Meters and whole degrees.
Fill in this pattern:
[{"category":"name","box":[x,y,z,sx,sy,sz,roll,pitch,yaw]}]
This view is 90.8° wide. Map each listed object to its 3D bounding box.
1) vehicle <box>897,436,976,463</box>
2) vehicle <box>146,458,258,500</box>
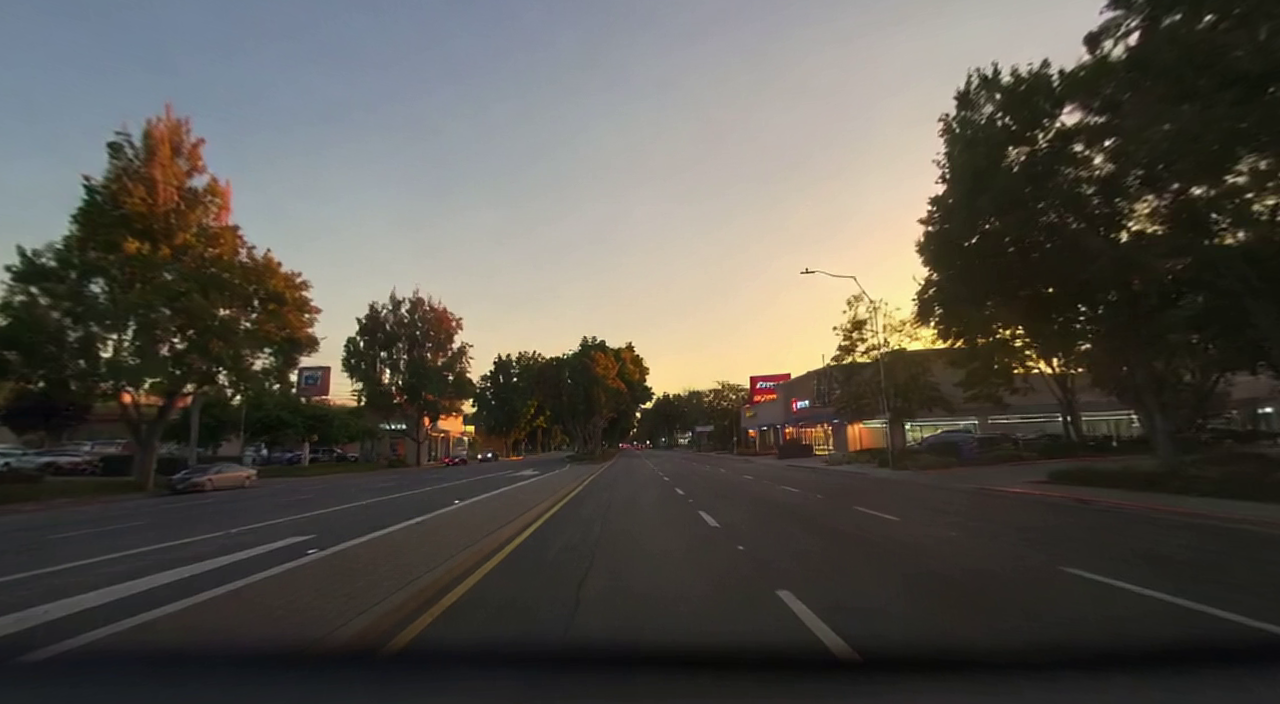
[{"category":"vehicle","box":[20.989,6.936,45.159,2.480,1.766,6.529,0,-8,0]},{"category":"vehicle","box":[-19.070,5.506,27.791,1.831,1.528,4.605,-1,-8,-3]}]
